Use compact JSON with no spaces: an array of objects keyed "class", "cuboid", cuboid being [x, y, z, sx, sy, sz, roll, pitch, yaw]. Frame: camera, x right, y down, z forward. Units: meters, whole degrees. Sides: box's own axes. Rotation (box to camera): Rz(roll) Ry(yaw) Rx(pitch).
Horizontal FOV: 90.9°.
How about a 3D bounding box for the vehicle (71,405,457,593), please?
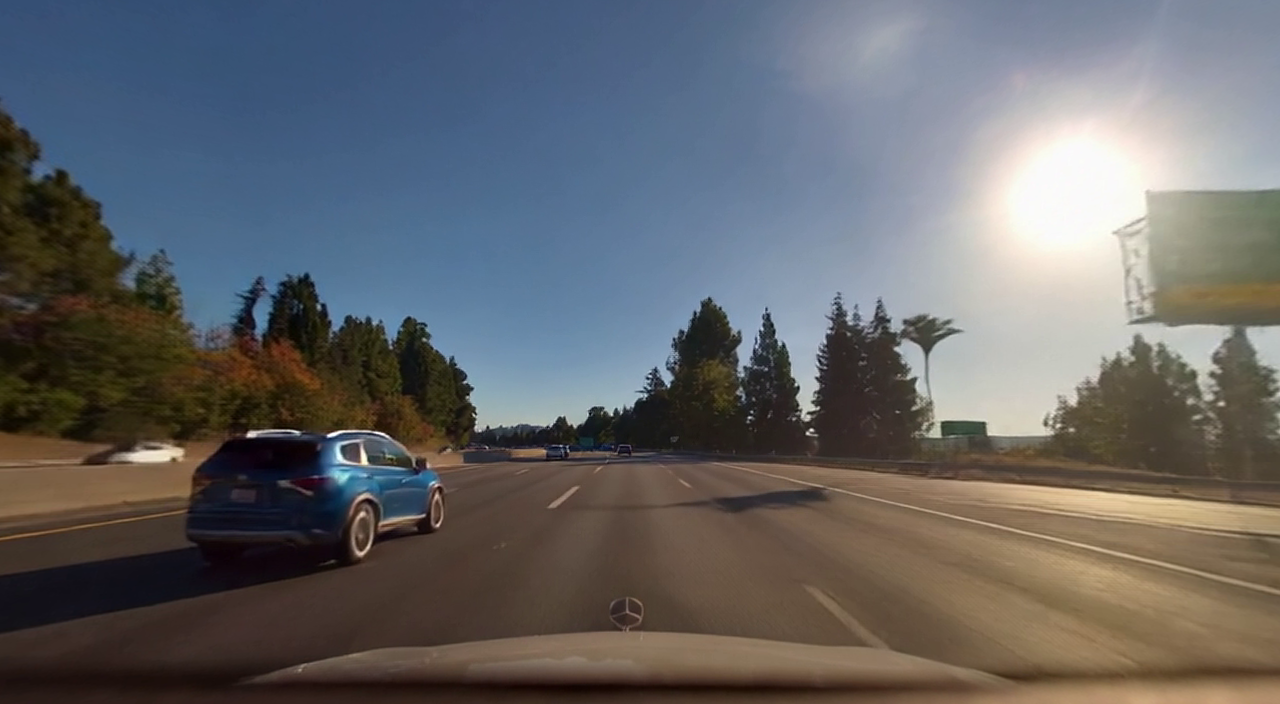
[{"class":"vehicle","cuboid":[-4.137,1.687,8.156,2.162,1.724,4.537,0,-8,0]}]
